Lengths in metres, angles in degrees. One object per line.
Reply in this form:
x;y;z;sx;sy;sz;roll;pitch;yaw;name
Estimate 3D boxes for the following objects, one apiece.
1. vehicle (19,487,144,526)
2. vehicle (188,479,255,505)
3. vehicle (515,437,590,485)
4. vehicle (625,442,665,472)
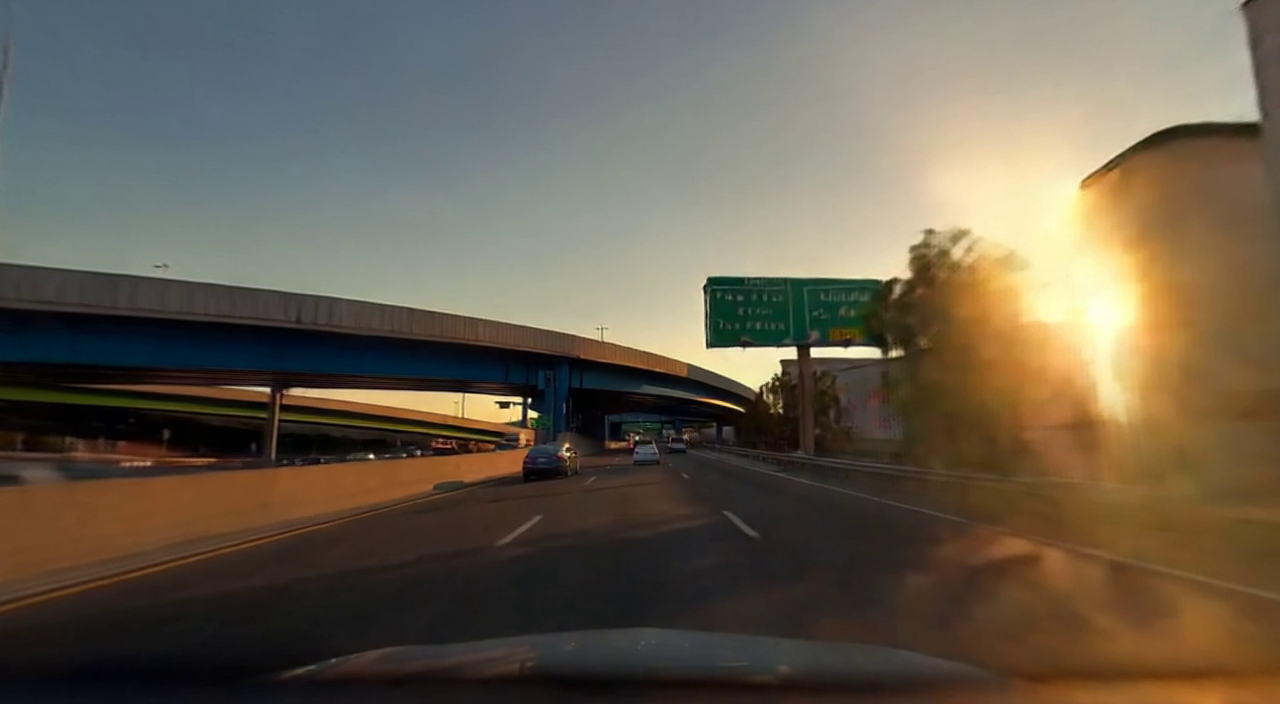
-28.323;7.840;32.227;2.125;1.513;4.588;0;-8;1;vehicle
-31.783;10.625;48.097;2.059;1.636;4.402;0;-8;0;vehicle
-3.130;4.003;23.397;2.064;1.589;4.213;0;-8;2;vehicle
0.252;5.280;31.953;1.877;1.386;3.872;0;-8;0;vehicle
